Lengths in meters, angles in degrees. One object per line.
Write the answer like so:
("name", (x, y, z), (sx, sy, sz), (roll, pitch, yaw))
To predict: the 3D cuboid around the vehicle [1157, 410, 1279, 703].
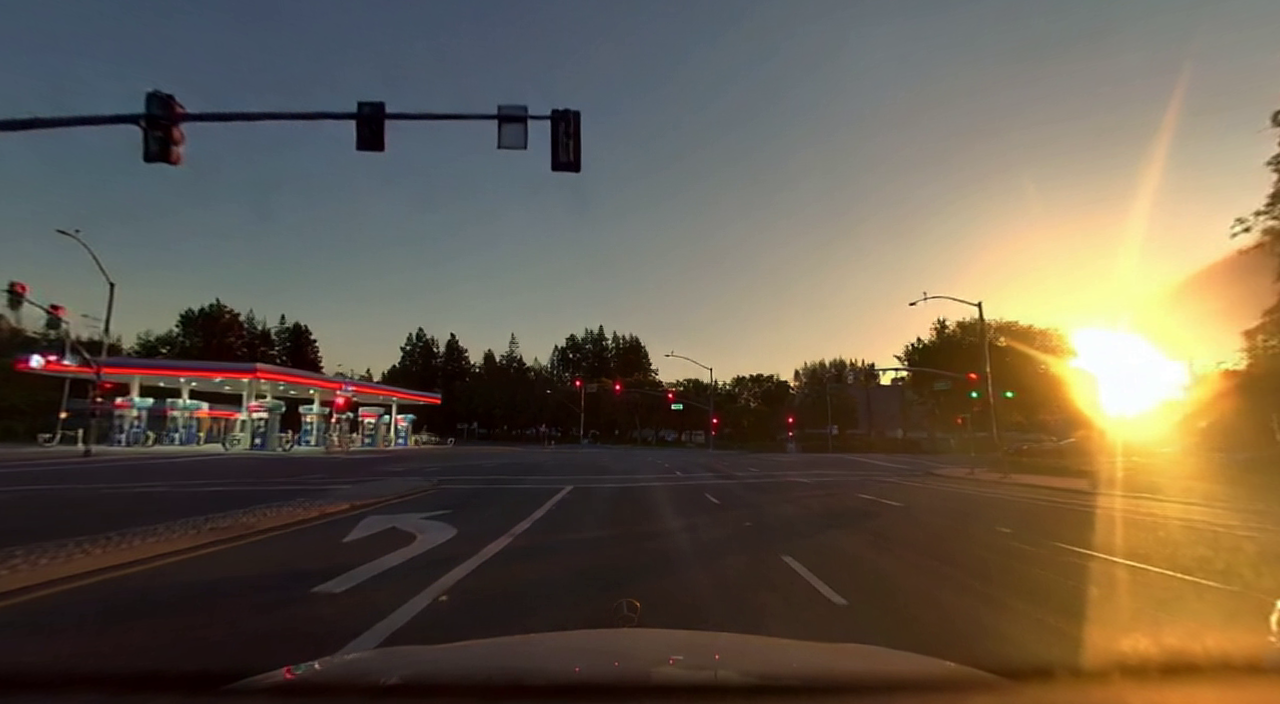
("vehicle", (3.180, 0.652, 0.330), (2.023, 1.437, 4.477), (0, -9, 0))
